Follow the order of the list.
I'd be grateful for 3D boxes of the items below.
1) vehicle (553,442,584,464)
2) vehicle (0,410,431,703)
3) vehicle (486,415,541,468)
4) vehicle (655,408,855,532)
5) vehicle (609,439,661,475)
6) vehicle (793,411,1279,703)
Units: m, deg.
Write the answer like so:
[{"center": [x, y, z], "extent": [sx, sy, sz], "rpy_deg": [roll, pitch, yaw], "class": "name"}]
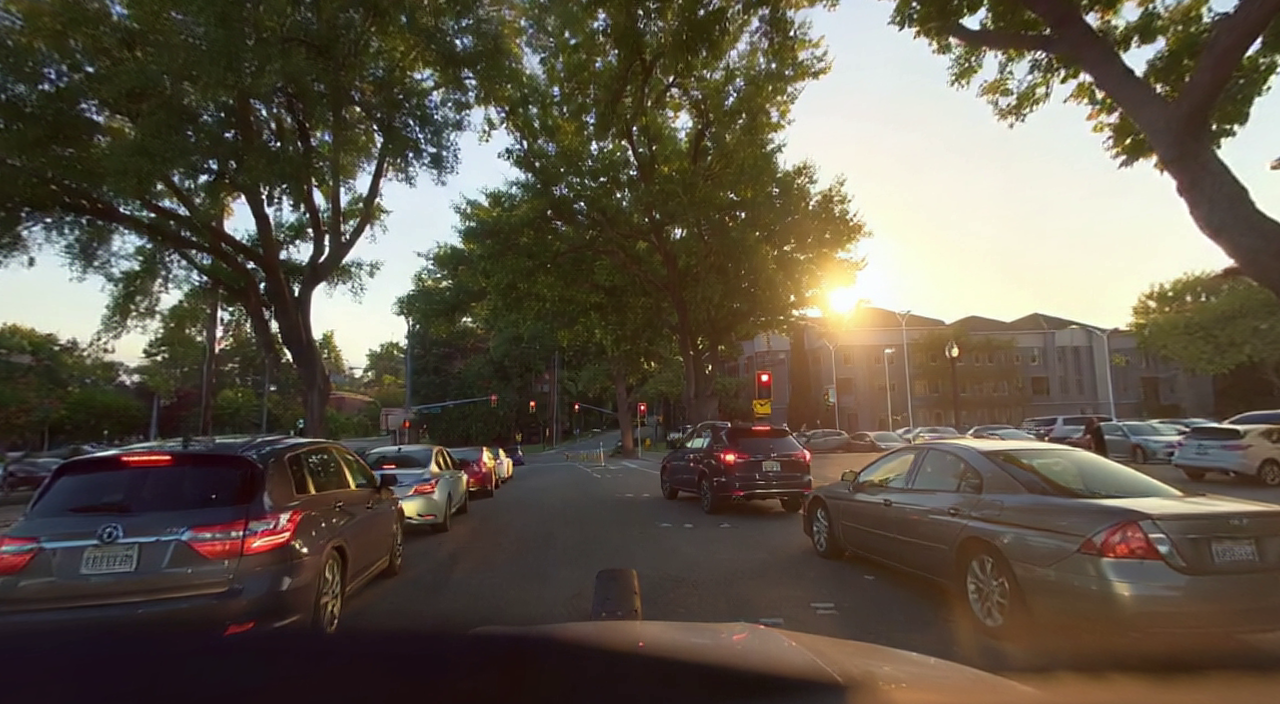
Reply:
[{"center": [-5.262, 7.393, 46.484], "extent": [2.095, 1.473, 4.301], "rpy_deg": [1, -8, -6], "class": "vehicle"}, {"center": [-2.888, 1.339, 5.089], "extent": [1.968, 1.497, 4.286], "rpy_deg": [2, -9, -15], "class": "vehicle"}, {"center": [-8.381, 6.091, 42.862], "extent": [2.820, 3.263, 7.986], "rpy_deg": [1, -8, -6], "class": "vehicle"}, {"center": [1.900, 2.269, 12.817], "extent": [2.324, 1.907, 5.634], "rpy_deg": [1, -8, -7], "class": "vehicle"}, {"center": [-0.310, 4.809, 29.171], "extent": [1.910, 1.493, 4.490], "rpy_deg": [1, -8, -7], "class": "vehicle"}, {"center": [3.150, 1.404, 5.609], "extent": [1.904, 1.494, 4.864], "rpy_deg": [1, -8, -6], "class": "vehicle"}]
